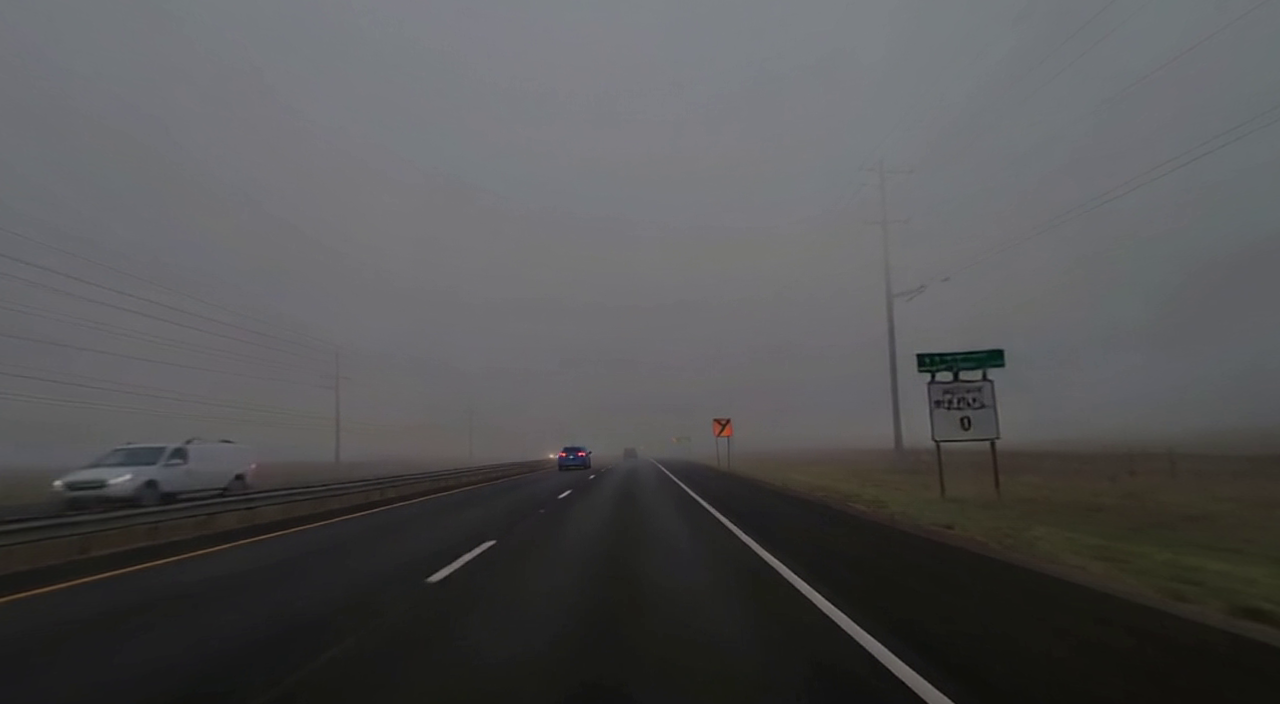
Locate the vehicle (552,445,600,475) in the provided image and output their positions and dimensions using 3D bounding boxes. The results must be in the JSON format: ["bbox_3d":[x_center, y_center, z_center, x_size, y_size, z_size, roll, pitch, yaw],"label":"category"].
[{"bbox_3d":[-3.451,5.956,34.905,2.106,1.543,4.465,0,-9,1],"label":"vehicle"}]

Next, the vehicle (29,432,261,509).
[{"bbox_3d":[-25.127,6.070,33.267,3.258,3.325,10.964,0,-9,1],"label":"vehicle"}]
